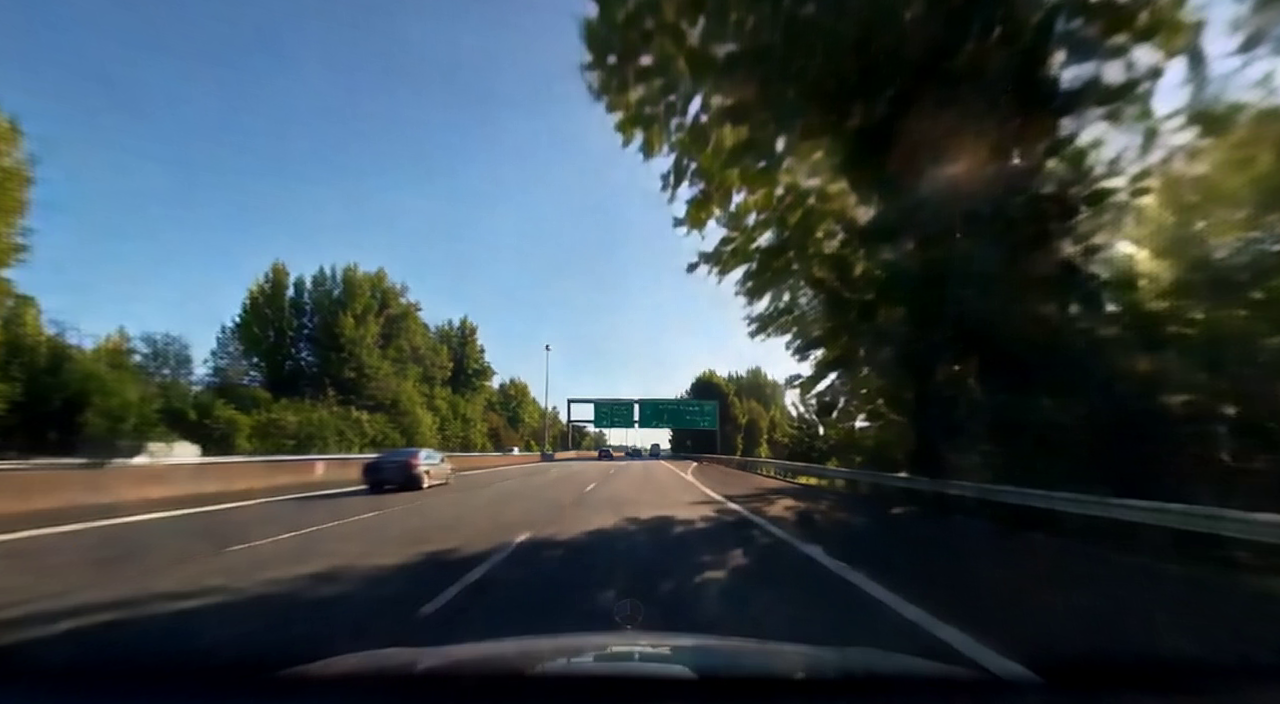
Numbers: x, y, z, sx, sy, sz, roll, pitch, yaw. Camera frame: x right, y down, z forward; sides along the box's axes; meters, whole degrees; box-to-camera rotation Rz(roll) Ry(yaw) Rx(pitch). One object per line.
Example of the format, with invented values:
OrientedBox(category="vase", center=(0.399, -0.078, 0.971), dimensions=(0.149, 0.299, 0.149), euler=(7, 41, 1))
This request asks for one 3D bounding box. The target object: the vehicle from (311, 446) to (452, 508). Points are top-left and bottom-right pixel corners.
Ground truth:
OrientedBox(category="vehicle", center=(-6.846, 3.334, 17.353), dimensions=(1.835, 1.459, 4.636), euler=(0, -9, 1))
